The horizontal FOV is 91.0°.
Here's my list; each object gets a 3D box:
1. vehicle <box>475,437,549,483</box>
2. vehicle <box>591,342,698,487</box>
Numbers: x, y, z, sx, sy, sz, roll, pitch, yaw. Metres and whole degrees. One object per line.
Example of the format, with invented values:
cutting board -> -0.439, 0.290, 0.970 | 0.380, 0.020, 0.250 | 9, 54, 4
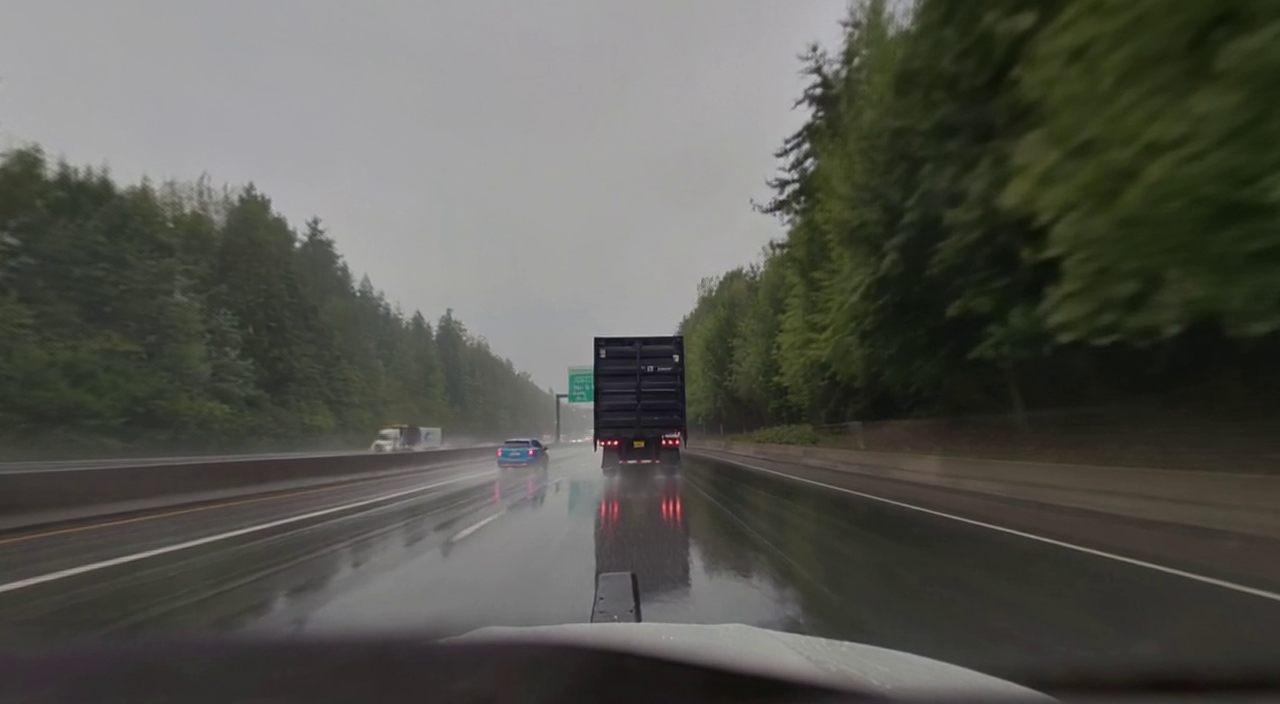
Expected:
vehicle -> -4.608, 3.935, 23.288 | 1.854, 1.530, 4.268 | 0, -8, 0
vehicle -> -0.007, 2.532, 23.594 | 3.073, 4.196, 10.546 | 0, -8, -1
